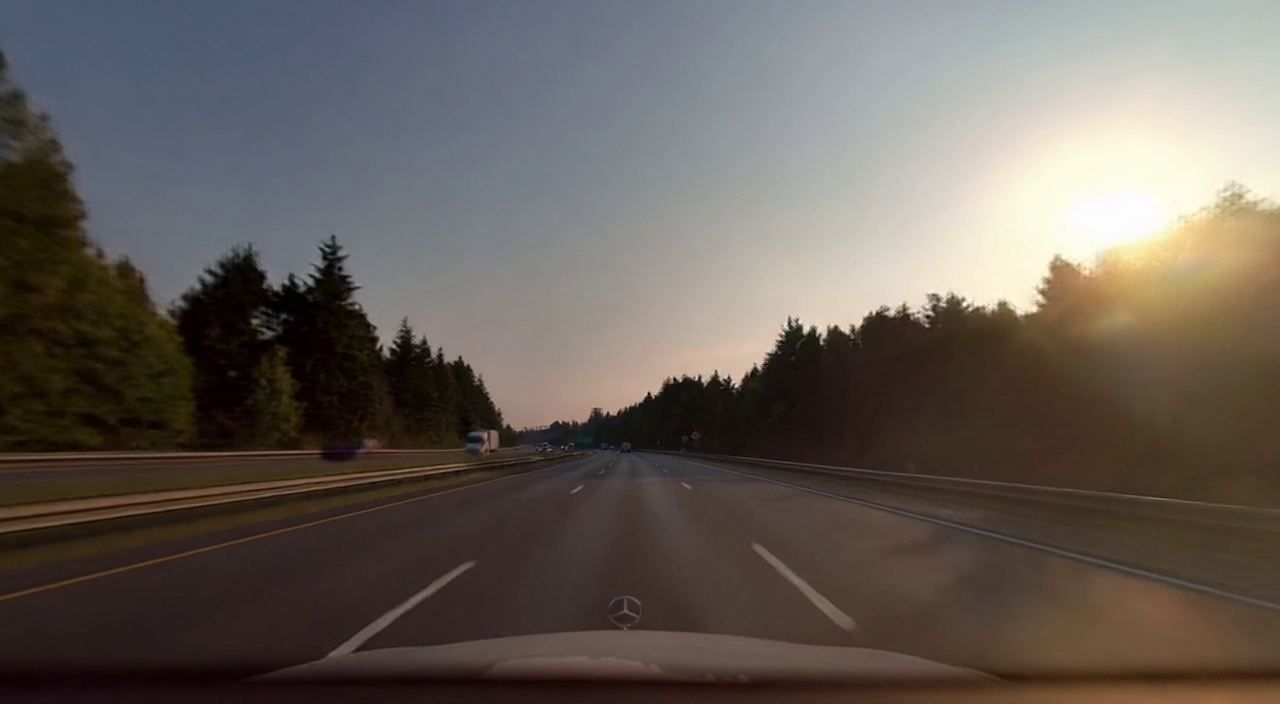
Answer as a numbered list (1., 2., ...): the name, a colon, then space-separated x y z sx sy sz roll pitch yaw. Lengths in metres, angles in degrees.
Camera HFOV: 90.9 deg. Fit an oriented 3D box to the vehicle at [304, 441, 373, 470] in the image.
1. vehicle: -15.927 5.482 33.461 1.834 1.454 3.628 0 -9 1
